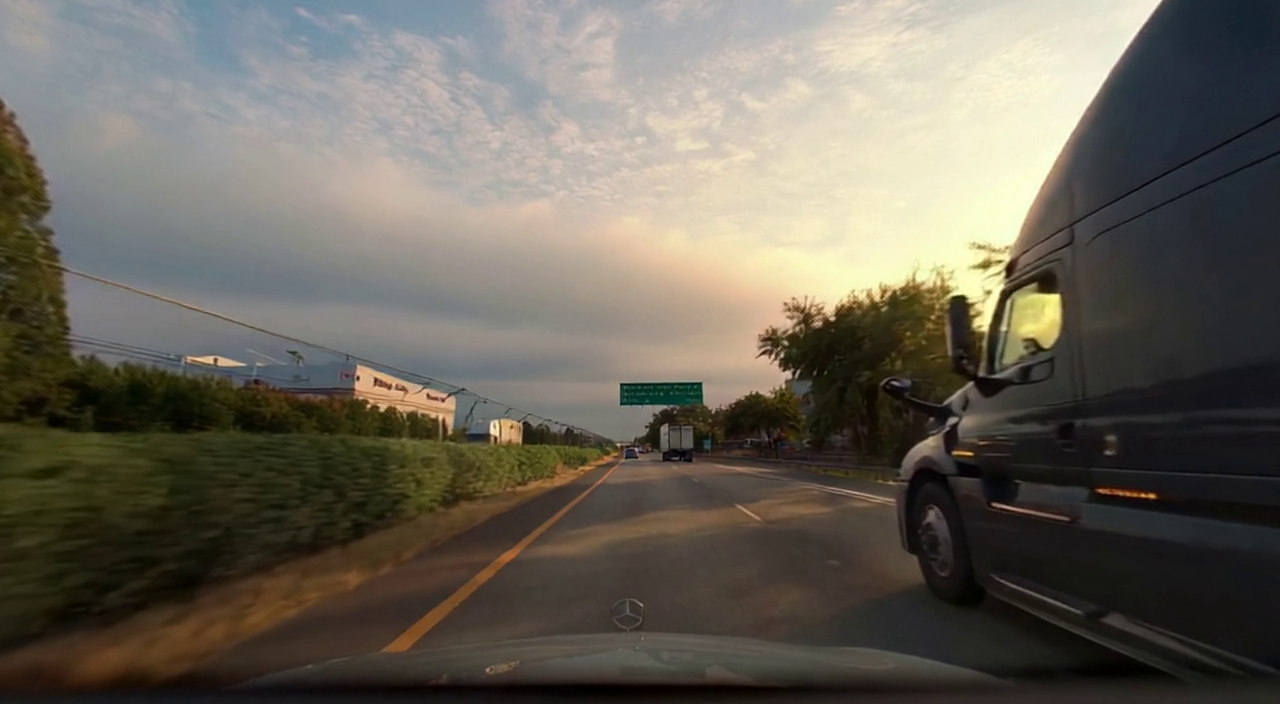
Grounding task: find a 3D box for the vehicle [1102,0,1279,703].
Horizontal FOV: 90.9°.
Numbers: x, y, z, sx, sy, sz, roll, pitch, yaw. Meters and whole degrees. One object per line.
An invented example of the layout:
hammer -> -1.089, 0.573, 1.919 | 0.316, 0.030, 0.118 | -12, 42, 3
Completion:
vehicle -> 4.182, -0.512, 0.384 | 3.035, 3.966, 6.026 | 0, -9, 0
